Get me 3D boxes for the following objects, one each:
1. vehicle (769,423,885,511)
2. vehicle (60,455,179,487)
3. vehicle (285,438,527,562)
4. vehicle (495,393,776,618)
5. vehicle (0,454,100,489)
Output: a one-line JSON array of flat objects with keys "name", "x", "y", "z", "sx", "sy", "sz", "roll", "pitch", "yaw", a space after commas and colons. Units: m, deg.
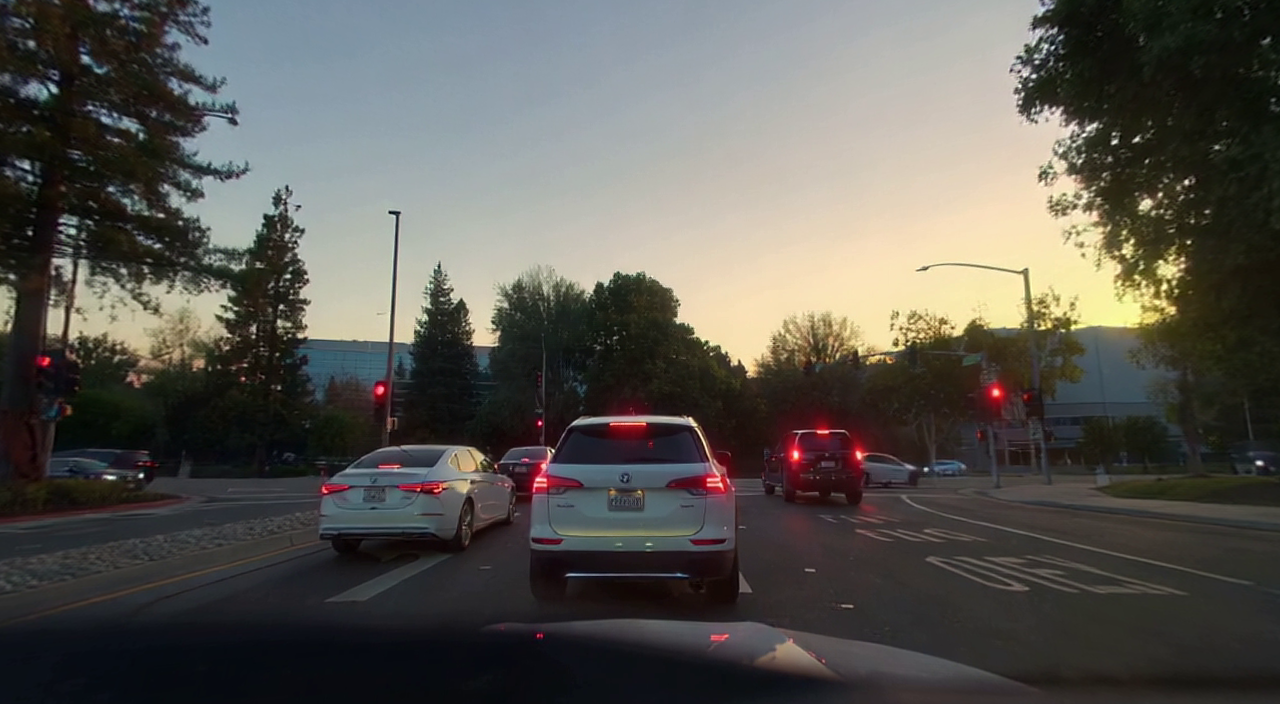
[{"name": "vehicle", "x": 4.816, "y": 3.004, "z": 16.927, "sx": 2.084, "sy": 2.053, "sz": 4.073, "roll": -1, "pitch": -8, "yaw": 4}, {"name": "vehicle", "x": -25.963, "y": 5.946, "z": 31.610, "sx": 4.140, "sy": 1.444, "sz": 1.742, "roll": 2, "pitch": -9, "yaw": -15}, {"name": "vehicle", "x": -3.192, "y": 2.091, "z": 9.764, "sx": 1.913, "sy": 1.453, "sz": 4.413, "roll": 0, "pitch": -8, "yaw": 2}, {"name": "vehicle", "x": -0.028, "y": 1.525, "z": 7.179, "sx": 2.203, "sy": 1.757, "sz": 4.286, "roll": 0, "pitch": -8, "yaw": 0}, {"name": "vehicle", "x": -27.042, "y": 5.277, "z": 27.959, "sx": 4.198, "sy": 1.444, "sz": 1.765, "roll": 2, "pitch": -9, "yaw": -15}]
